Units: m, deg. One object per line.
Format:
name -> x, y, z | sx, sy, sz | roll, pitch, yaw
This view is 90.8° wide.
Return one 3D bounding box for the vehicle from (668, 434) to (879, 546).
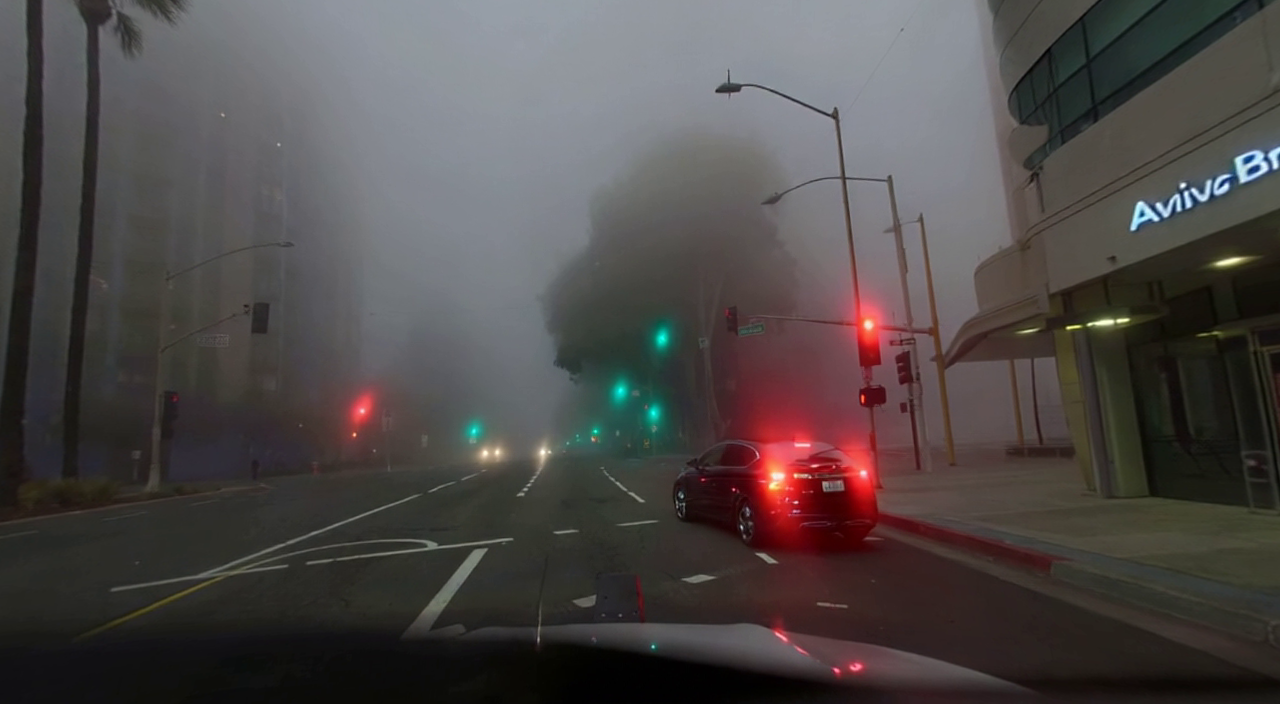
vehicle -> 1.921, 2.186, 10.873 | 2.090, 1.466, 4.676 | 1, -8, -7
